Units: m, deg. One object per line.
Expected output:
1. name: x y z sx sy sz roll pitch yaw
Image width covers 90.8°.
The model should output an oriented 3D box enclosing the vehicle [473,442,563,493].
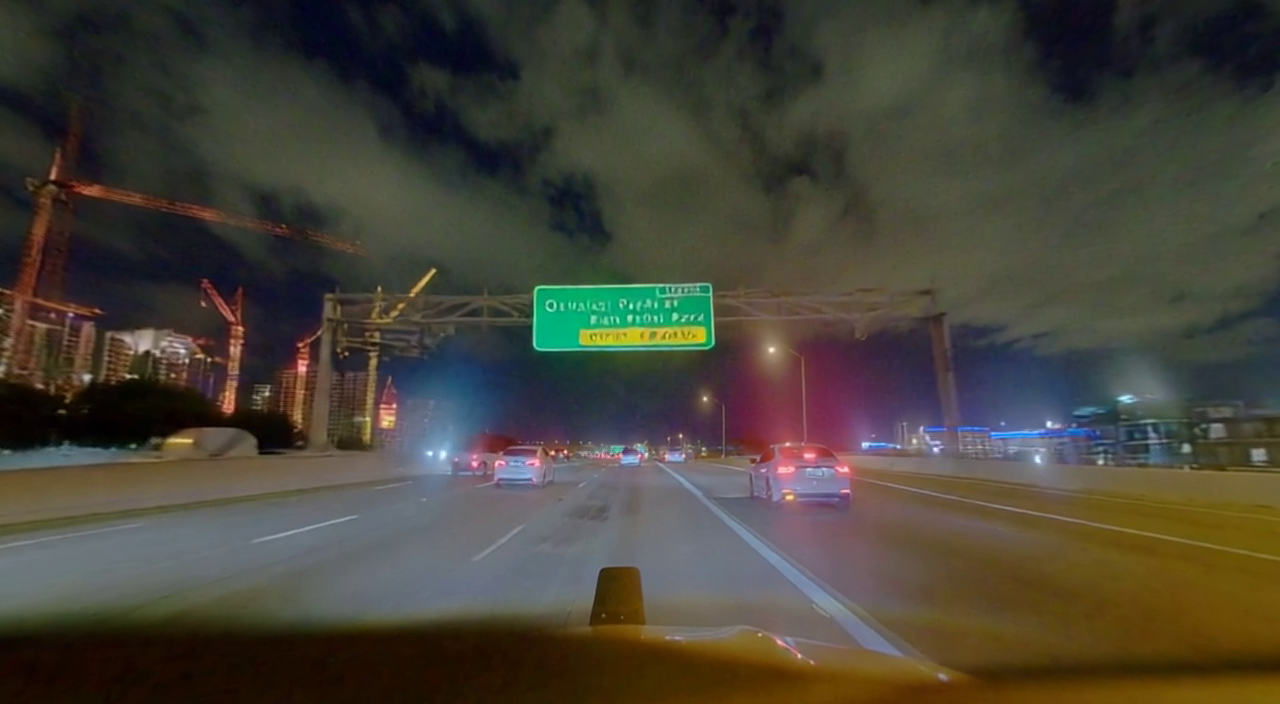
1. vehicle: -3.978 3.841 21.464 2.136 1.512 4.488 0 -9 1

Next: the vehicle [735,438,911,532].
1. vehicle: 3.275 2.465 12.406 1.995 1.486 4.463 0 -9 -2

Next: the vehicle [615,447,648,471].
1. vehicle: -0.550 7.014 41.504 2.019 1.472 3.971 0 -9 -1

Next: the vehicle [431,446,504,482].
1. vehicle: -7.909 5.157 29.490 2.043 1.494 4.824 0 -9 0
